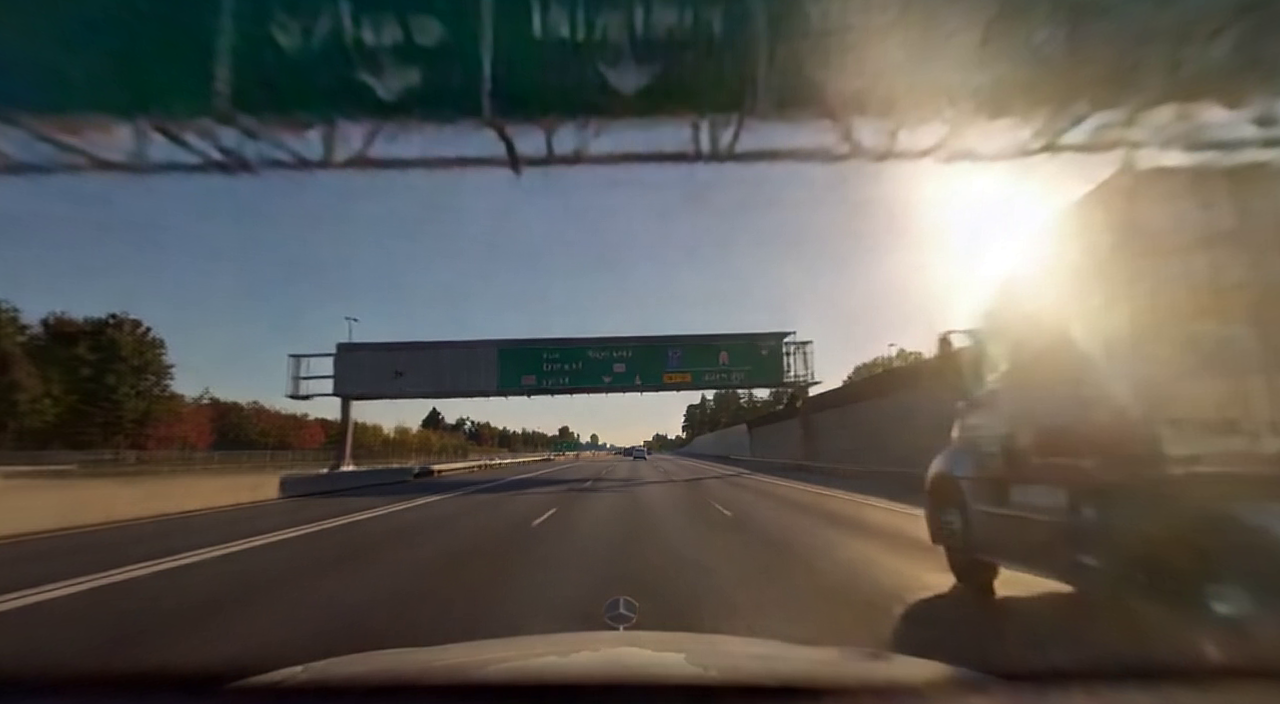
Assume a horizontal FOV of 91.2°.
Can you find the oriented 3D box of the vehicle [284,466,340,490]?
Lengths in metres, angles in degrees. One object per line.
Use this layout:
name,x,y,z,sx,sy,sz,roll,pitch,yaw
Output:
vehicle,-22.672,8.694,43.473,1.803,1.447,3.820,0,-9,1
